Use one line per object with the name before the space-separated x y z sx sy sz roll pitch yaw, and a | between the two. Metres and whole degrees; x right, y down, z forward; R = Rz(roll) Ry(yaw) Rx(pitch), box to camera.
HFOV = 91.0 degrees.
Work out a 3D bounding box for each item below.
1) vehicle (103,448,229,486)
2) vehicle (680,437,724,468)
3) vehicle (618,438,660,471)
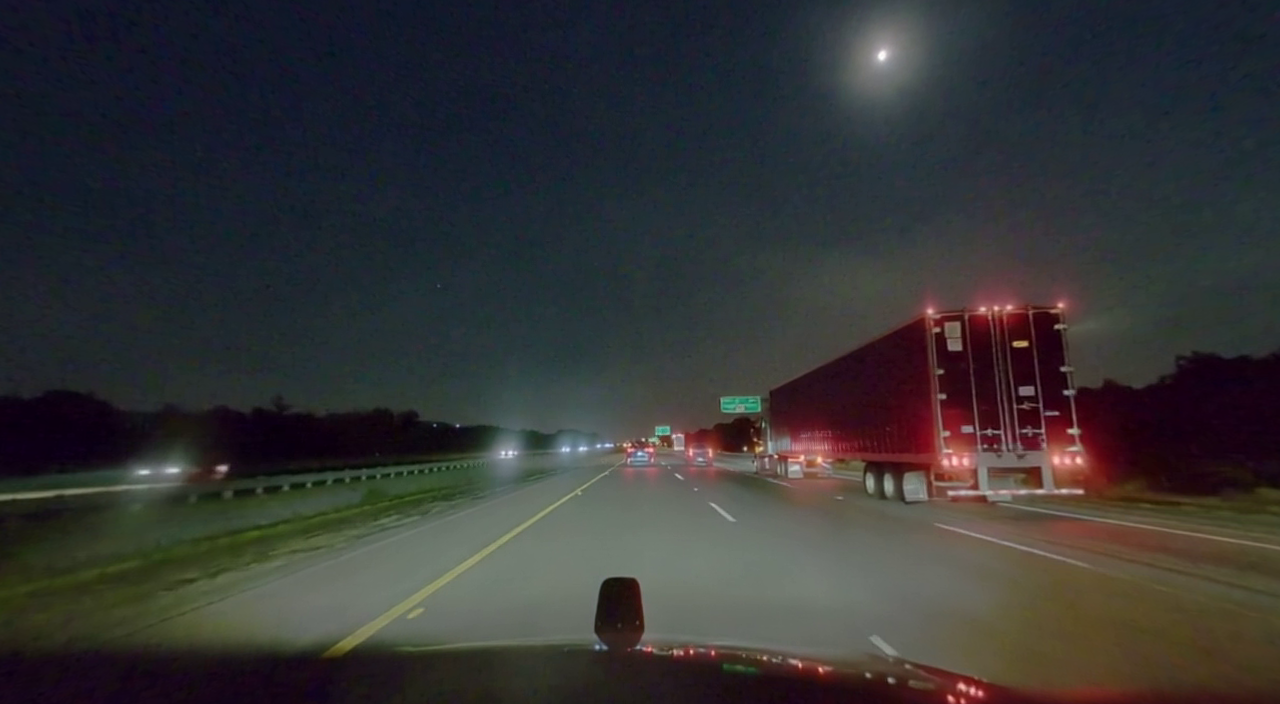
vehicle | -21.054 5.095 28.268 1.937 1.522 4.707 0 -9 1
vehicle | 3.840 6.305 39.565 2.269 1.839 4.554 0 -9 0
vehicle | -0.021 5.535 34.046 2.142 1.664 4.076 0 -9 1
